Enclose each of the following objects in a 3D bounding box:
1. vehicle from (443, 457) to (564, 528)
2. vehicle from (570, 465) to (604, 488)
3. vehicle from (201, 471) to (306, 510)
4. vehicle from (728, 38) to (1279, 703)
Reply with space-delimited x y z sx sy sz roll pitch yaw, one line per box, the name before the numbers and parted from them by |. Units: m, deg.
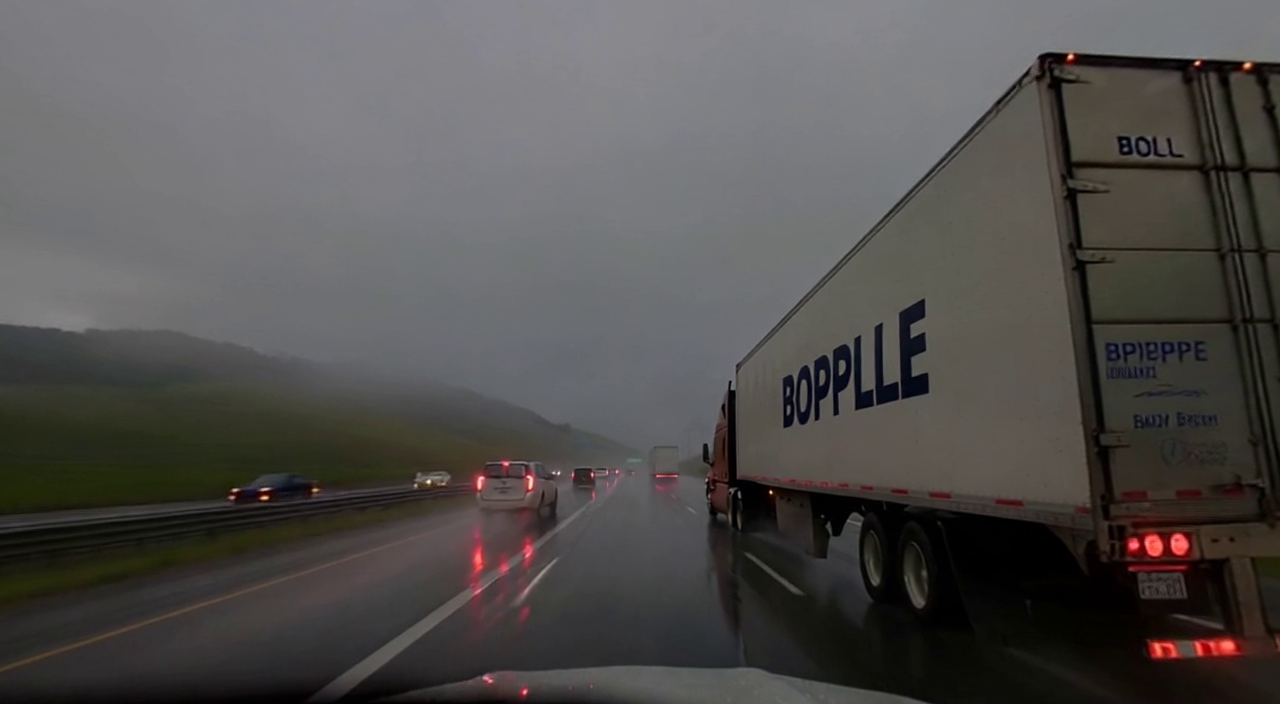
vehicle | -3.255 3.475 15.967 2.021 1.505 4.286 1 -11 1
vehicle | -3.995 9.496 48.142 2.088 1.566 4.853 1 -11 1
vehicle | -15.769 5.638 25.955 1.783 1.448 3.956 1 -11 0
vehicle | 3.969 1.305 10.565 2.839 4.062 14.051 1 -11 -1
